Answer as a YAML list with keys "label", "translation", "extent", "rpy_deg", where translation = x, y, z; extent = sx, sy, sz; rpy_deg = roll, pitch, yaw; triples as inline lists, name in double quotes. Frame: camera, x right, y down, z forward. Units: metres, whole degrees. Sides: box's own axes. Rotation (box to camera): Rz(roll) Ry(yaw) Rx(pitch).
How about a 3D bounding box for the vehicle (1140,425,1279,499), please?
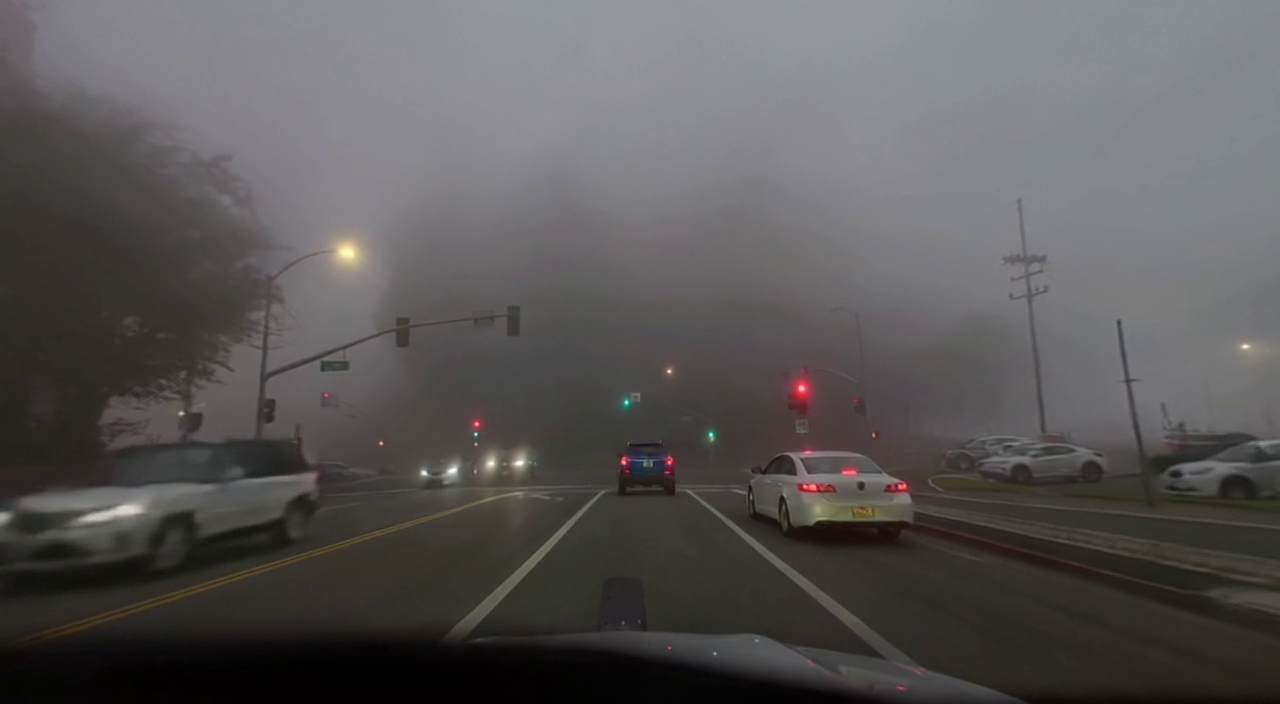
- label: "vehicle"
  translation: [13.686, 2.409, 13.723]
  extent: [3.899, 1.437, 1.857]
  rpy_deg: [2, -8, 2]

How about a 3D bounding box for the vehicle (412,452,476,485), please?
- label: "vehicle"
  translation: [-10.208, 6.072, 33.027]
  extent: [1.943, 1.552, 4.670]
  rpy_deg: [0, -9, -1]

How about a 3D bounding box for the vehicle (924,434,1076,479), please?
- label: "vehicle"
  translation: [13.666, 3.977, 24.047]
  extent: [4.507, 1.610, 2.045]
  rpy_deg: [0, -9, -1]

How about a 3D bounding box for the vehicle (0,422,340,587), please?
- label: "vehicle"
  translation: [-6.490, 2.008, 9.126]
  extent: [2.092, 1.802, 4.270]
  rpy_deg: [0, -9, 0]

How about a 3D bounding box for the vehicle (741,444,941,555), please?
- label: "vehicle"
  translation: [3.098, 2.340, 10.806]
  extent: [1.900, 1.478, 4.425]
  rpy_deg: [0, -9, -1]

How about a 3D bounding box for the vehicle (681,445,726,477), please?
- label: "vehicle"
  translation: [3.656, 6.354, 36.906]
  extent: [2.138, 1.729, 4.178]
  rpy_deg: [0, -9, -1]

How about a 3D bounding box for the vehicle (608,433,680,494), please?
- label: "vehicle"
  translation: [0.124, 3.922, 22.405]
  extent: [2.296, 1.947, 4.168]
  rpy_deg: [0, -9, 0]

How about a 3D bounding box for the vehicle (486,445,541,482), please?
- label: "vehicle"
  translation: [-6.624, 5.864, 33.399]
  extent: [1.957, 1.836, 4.434]
  rpy_deg: [0, -9, 1]
